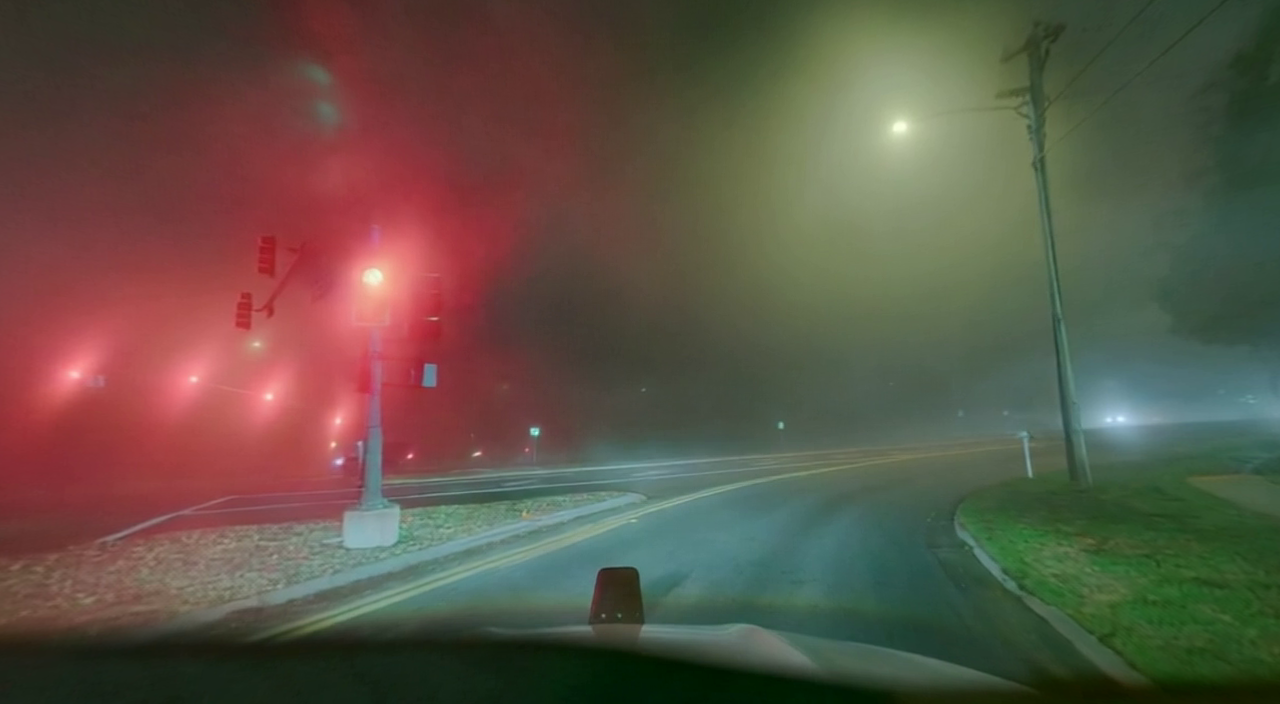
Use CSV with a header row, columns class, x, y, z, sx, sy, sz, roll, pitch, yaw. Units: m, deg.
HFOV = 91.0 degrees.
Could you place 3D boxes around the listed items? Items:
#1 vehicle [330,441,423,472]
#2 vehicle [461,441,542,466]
class,x,y,z,sx,sy,sz,roll,pitch,yaw
vehicle,-16.209,6.388,38.832,4.782,1.776,2.118,7,-11,-38
vehicle,-8.573,6.327,39.230,4.527,1.444,1.811,7,-11,-38
